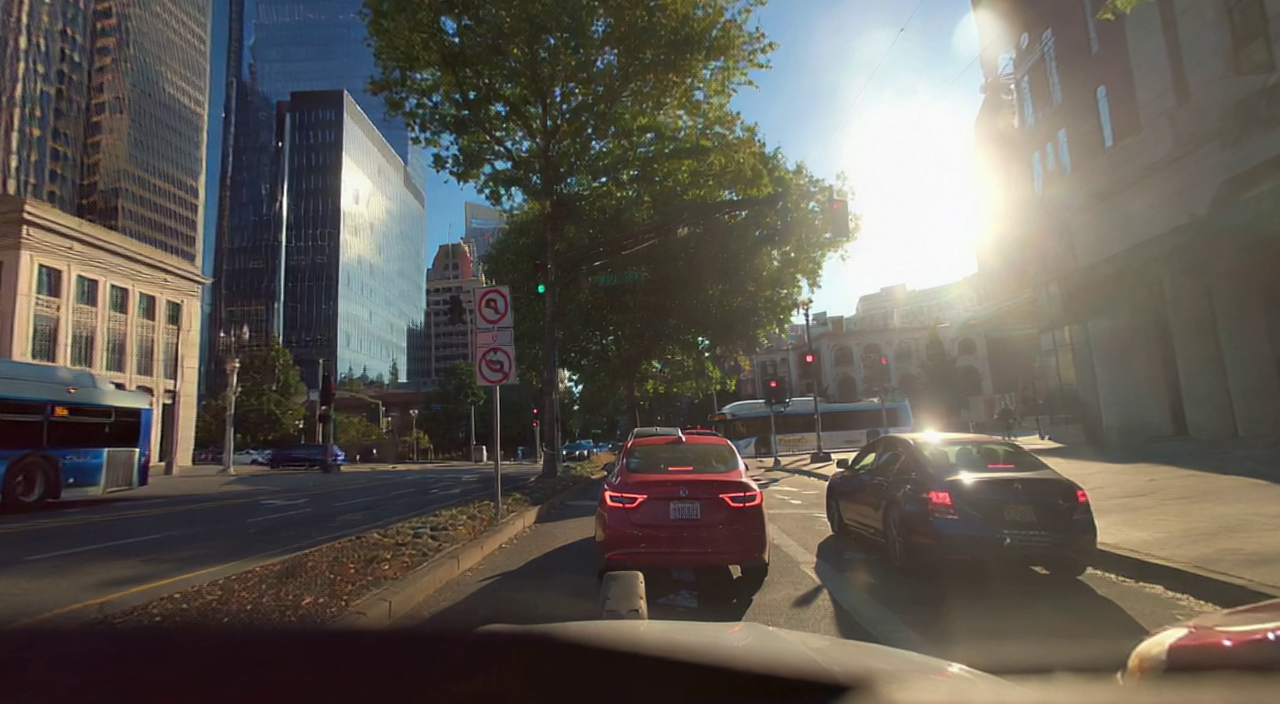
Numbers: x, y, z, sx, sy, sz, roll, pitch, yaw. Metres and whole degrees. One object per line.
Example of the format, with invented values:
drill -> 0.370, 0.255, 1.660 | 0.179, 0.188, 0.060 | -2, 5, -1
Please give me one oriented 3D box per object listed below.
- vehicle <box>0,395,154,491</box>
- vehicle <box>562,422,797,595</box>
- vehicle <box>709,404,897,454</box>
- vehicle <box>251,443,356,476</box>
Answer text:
vehicle -> -25.954, 3.645, 25.323 | 2.692, 3.685, 10.153 | -3, -9, 20
vehicle -> 0.375, 1.628, 7.389 | 2.006, 1.470, 3.799 | 0, -8, 1
vehicle -> 12.483, 6.023, 49.295 | 13.811, 3.706, 2.997 | 0, -9, 0
vehicle -> -18.123, 5.766, 34.199 | 1.892, 1.645, 4.561 | -7, -11, 37
